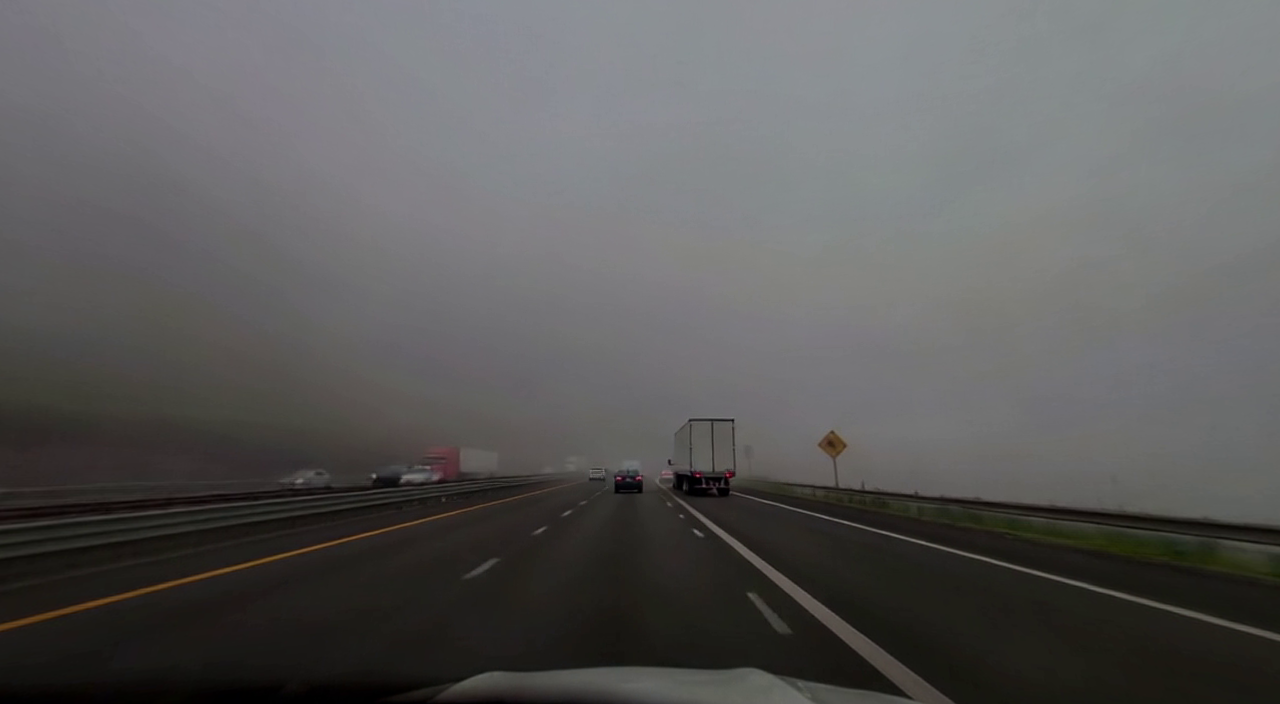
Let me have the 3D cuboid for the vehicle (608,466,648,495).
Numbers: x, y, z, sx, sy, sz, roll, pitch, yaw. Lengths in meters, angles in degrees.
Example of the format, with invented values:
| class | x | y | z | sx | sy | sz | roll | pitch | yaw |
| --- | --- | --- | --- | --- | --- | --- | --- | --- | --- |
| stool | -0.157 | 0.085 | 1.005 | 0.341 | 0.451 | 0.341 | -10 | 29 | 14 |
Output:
| class | x | y | z | sx | sy | sz | roll | pitch | yaw |
| --- | --- | --- | --- | --- | --- | --- | --- | --- | --- |
| vehicle | -0.644 | 6.970 | 34.255 | 2.010 | 1.436 | 3.973 | 1 | -10 | -1 |

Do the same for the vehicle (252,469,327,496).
| class | x | y | z | sx | sy | sz | roll | pitch | yaw |
| --- | --- | --- | --- | --- | --- | --- | --- | --- | --- |
| vehicle | -20.460 | 7.618 | 36.993 | 1.808 | 1.473 | 4.416 | 1 | -10 | 1 |

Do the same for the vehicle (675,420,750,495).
| class | x | y | z | sx | sy | sz | roll | pitch | yaw |
| --- | --- | --- | --- | --- | --- | --- | --- | --- | --- |
| vehicle | 4.349 | 7.055 | 41.665 | 3.218 | 4.001 | 14.492 | 1 | -10 | 0 |

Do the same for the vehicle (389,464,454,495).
| class | x | y | z | sx | sy | sz | roll | pitch | yaw |
| --- | --- | --- | --- | --- | --- | --- | --- | --- | --- |
| vehicle | -12.711 | 7.449 | 37.061 | 2.035 | 1.634 | 4.727 | 1 | -10 | 1 |
